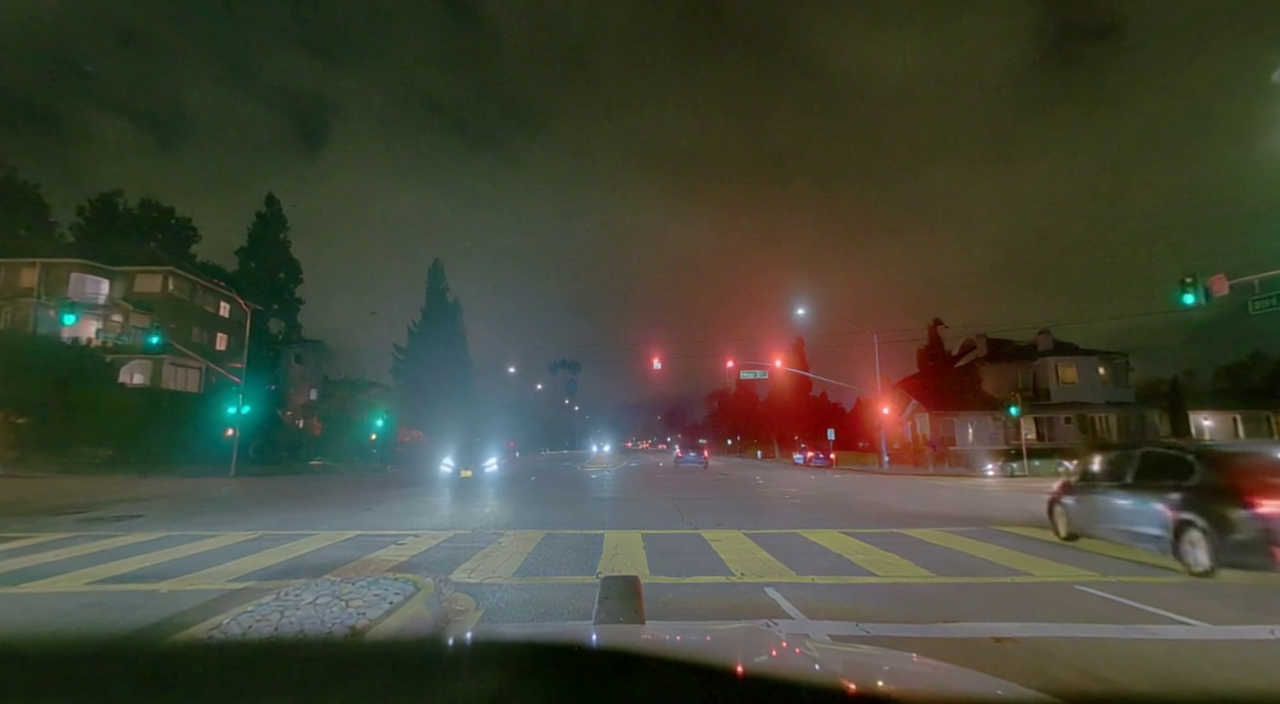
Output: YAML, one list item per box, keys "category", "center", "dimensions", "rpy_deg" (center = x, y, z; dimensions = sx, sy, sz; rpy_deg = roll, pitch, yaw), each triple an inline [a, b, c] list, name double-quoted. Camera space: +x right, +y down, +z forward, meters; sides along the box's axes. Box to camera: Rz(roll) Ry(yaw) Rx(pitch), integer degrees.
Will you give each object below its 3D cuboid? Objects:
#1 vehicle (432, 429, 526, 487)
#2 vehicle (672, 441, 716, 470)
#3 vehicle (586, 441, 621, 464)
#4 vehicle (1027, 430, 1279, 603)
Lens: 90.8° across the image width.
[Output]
- category: "vehicle"
  center: [-5.123, 3.443, 20.723]
  dimensions: [2.025, 1.704, 4.104]
  rpy_deg: [0, -9, -1]
- category: "vehicle"
  center: [2.887, 5.627, 34.623]
  dimensions: [1.947, 1.467, 4.455]
  rpy_deg: [0, -9, -1]
- category: "vehicle"
  center: [-2.392, 6.715, 42.283]
  dimensions: [2.045, 1.484, 3.991]
  rpy_deg: [0, -9, 0]
- category: "vehicle"
  center: [6.738, 1.757, 7.653]
  dimensions: [1.961, 1.494, 4.438]
  rpy_deg: [-2, -9, 11]
